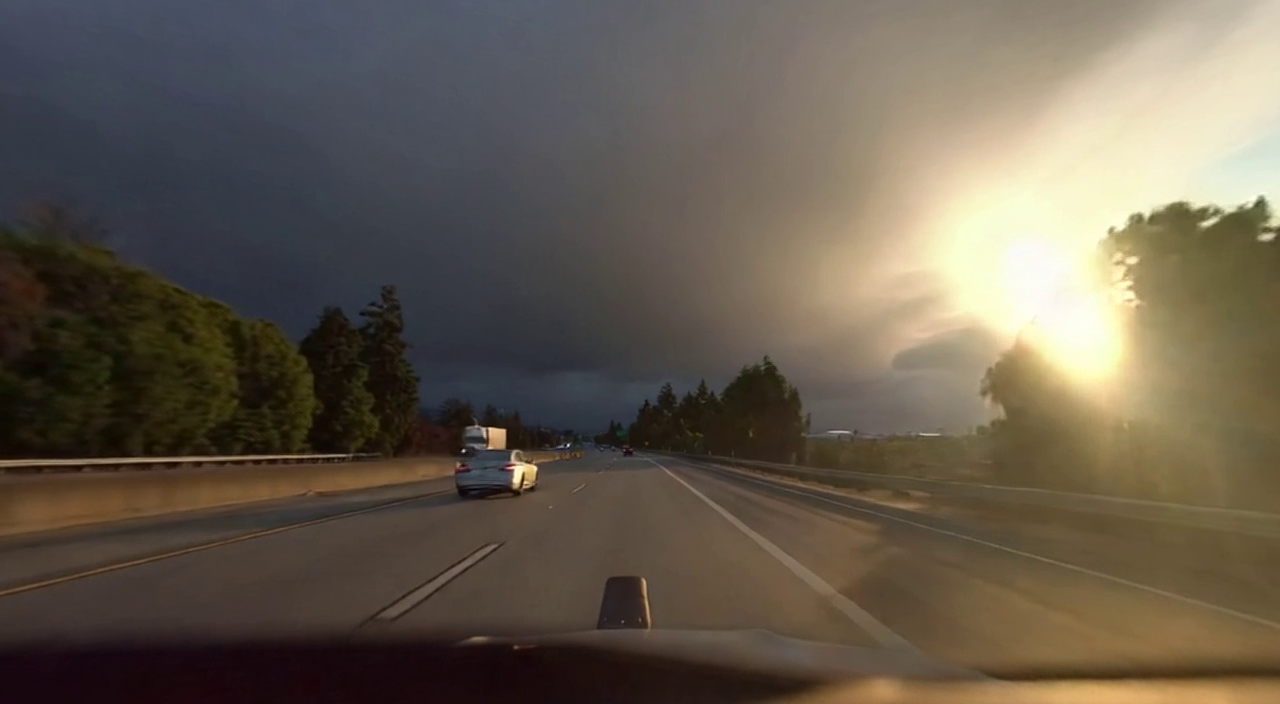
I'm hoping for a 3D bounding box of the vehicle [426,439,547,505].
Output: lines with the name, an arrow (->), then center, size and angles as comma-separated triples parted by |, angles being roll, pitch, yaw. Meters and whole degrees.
vehicle -> -4.004, 3.243, 17.396 | 2.083, 1.560, 4.713 | 0, -9, 1
